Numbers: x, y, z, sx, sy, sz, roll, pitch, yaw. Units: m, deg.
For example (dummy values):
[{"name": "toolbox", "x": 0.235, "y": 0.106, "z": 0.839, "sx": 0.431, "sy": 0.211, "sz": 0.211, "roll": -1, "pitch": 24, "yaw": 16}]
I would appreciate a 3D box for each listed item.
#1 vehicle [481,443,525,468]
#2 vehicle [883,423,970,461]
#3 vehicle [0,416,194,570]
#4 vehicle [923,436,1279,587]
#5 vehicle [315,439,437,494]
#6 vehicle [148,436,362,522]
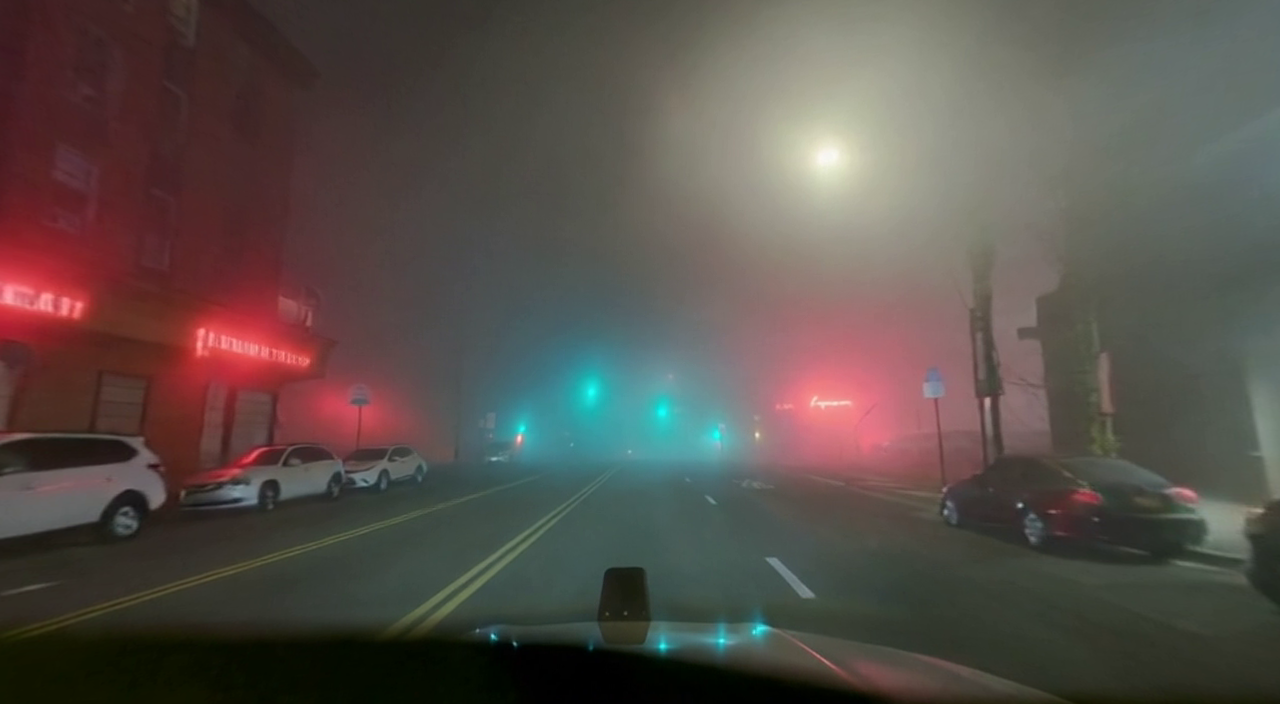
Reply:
[{"name": "vehicle", "x": -8.902, "y": 6.773, "z": 41.382, "sx": 1.908, "sy": 1.529, "sz": 4.522, "roll": 0, "pitch": -8, "yaw": -1}, {"name": "vehicle", "x": 15.362, "y": 4.886, "z": 34.208, "sx": 2.180, "sy": 1.848, "sz": 5.417, "roll": 0, "pitch": -8, "yaw": 1}, {"name": "vehicle", "x": -8.871, "y": 1.848, "z": 8.487, "sx": 2.140, "sy": 1.861, "sz": 4.801, "roll": -1, "pitch": -9, "yaw": 1}, {"name": "vehicle", "x": 6.090, "y": 2.039, "z": 9.074, "sx": 1.989, "sy": 1.571, "sz": 4.607, "roll": 0, "pitch": -8, "yaw": 2}, {"name": "vehicle", "x": -8.695, "y": 3.784, "z": 21.268, "sx": 1.961, "sy": 1.627, "sz": 4.634, "roll": 0, "pitch": -8, "yaw": 2}, {"name": "vehicle", "x": -8.940, "y": 2.946, "z": 15.332, "sx": 2.004, "sy": 1.709, "sz": 4.941, "roll": 0, "pitch": -8, "yaw": 1}]
